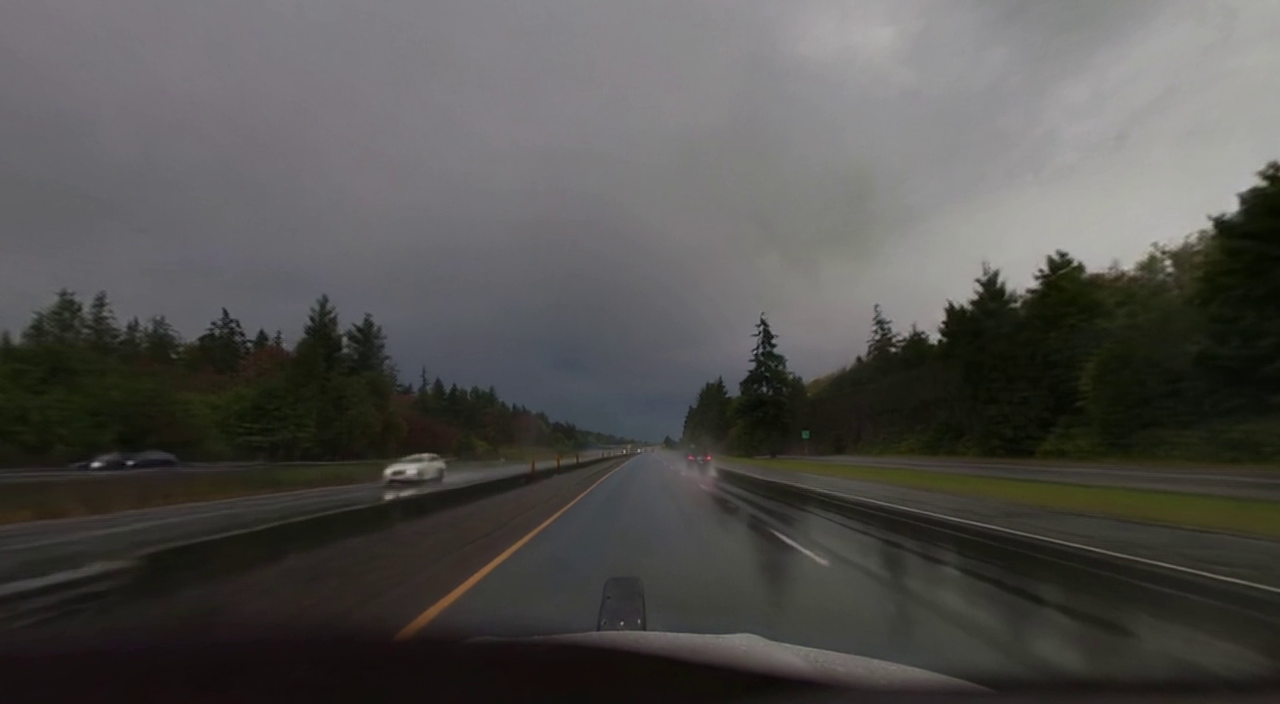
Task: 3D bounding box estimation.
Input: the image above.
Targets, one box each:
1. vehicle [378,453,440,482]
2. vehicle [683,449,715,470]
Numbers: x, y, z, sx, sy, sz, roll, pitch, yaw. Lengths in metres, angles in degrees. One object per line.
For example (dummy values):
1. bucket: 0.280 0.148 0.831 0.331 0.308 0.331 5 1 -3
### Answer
1. vehicle: -12.949 6.488 35.590 1.873 1.510 4.063 0 -9 1
2. vehicle: 4.371 8.031 47.138 1.984 1.481 4.376 0 -9 0
